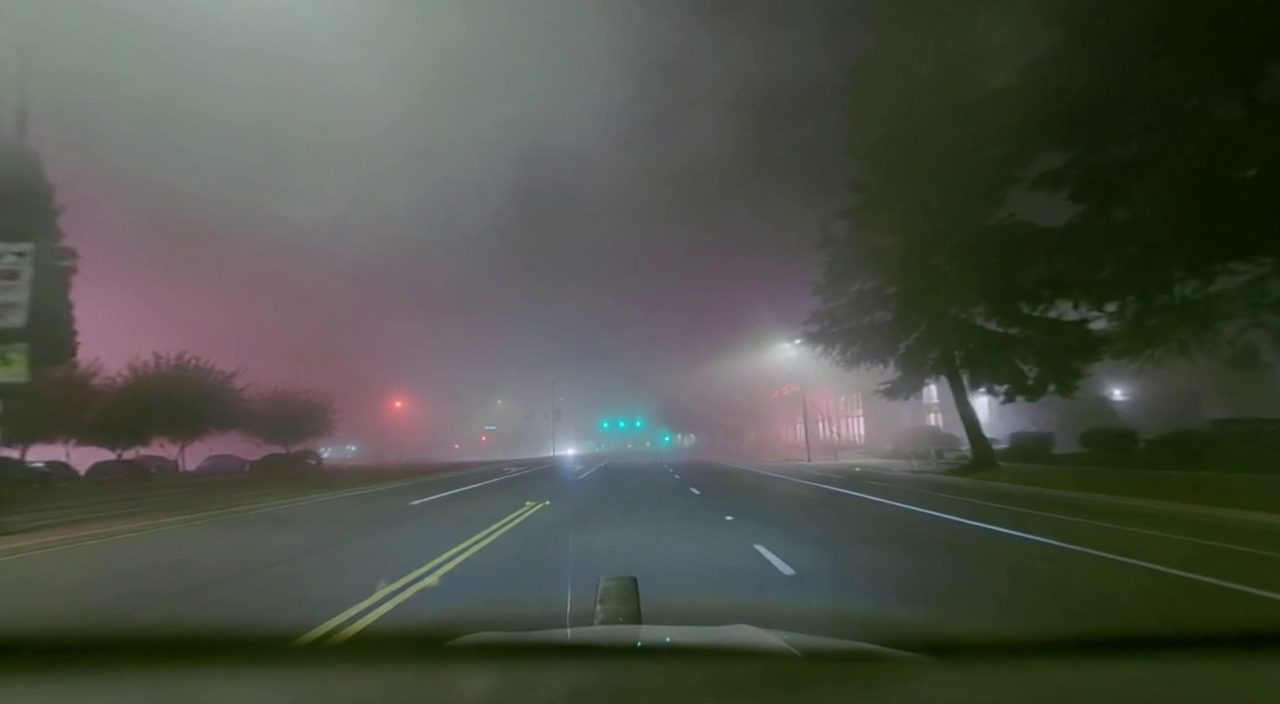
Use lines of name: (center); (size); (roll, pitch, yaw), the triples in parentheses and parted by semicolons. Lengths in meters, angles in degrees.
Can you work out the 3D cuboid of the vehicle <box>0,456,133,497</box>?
vehicle: (-26.556, 5.711, 29.040); (4.673, 1.717, 2.044); (-1, -9, 1)
